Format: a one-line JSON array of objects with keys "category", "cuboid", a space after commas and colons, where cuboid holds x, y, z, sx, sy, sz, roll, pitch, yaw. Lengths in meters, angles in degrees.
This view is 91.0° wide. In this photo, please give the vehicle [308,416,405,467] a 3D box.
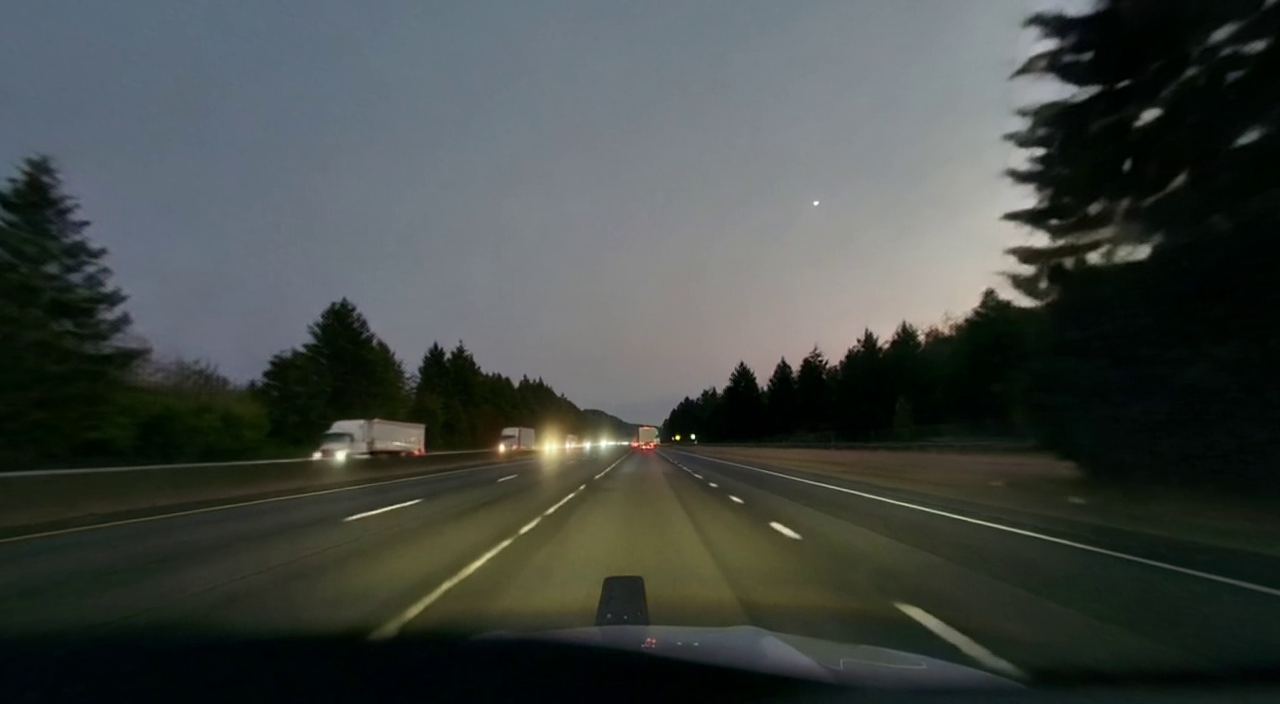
[{"category": "vehicle", "cuboid": [-22.085, 7.091, 49.855, 3.019, 3.659, 9.658, 0, -8, 1]}]
